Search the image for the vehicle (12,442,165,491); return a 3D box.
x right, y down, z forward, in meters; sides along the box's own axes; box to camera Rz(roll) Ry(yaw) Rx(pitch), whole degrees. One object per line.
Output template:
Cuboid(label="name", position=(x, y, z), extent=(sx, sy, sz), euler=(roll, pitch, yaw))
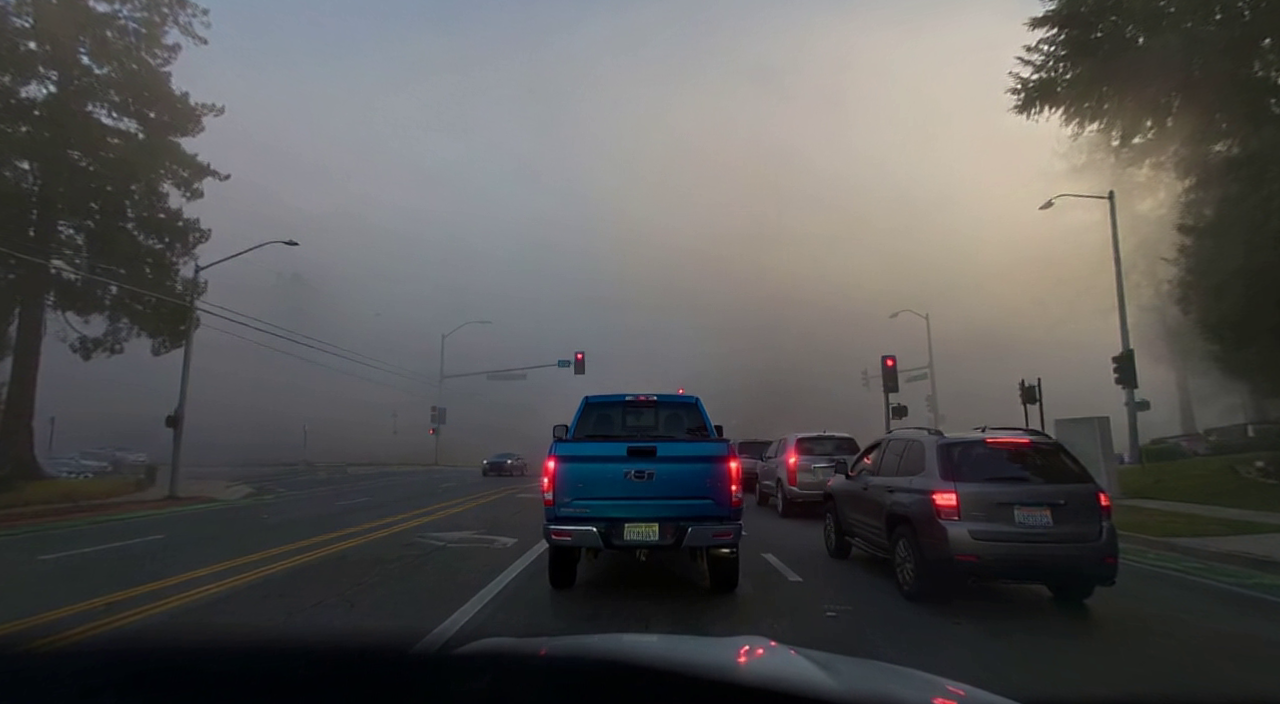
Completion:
Cuboid(label="vehicle", position=(-21.759, 4.490, 25.172), extent=(2.062, 1.764, 4.508), euler=(0, -8, -2))

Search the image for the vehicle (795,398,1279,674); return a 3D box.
Cuboid(label="vehicle", position=(3.329, 1.504, 6.485), extent=(2.155, 1.667, 5.162), euler=(0, -8, 0))

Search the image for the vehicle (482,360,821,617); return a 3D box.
Cuboid(label="vehicle", position=(0.110, 1.461, 7.727), extent=(2.636, 2.011, 5.425), euler=(0, -8, 0))
